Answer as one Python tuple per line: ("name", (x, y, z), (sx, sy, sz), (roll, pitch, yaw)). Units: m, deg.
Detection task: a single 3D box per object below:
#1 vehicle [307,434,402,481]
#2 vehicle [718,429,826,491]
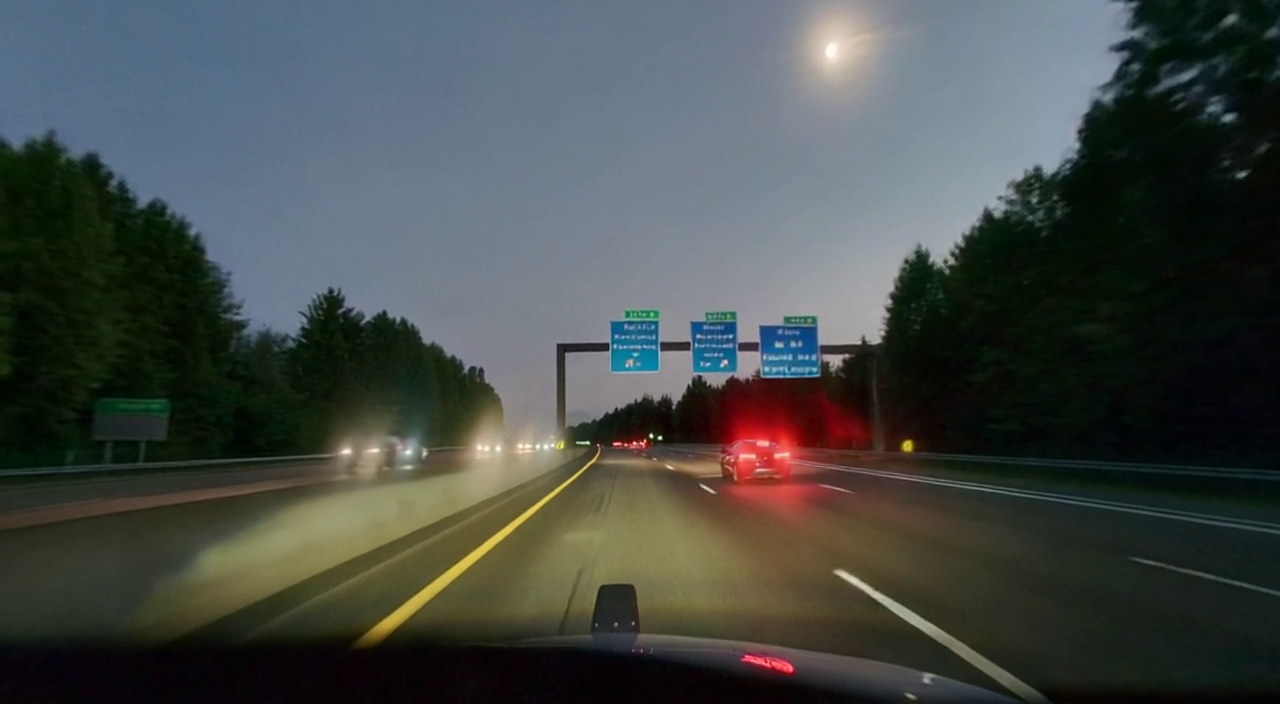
("vehicle", (-13.223, 4.867, 29.575), (2.282, 2.023, 4.788), (0, -8, -2))
("vehicle", (3.544, 2.973, 17.771), (1.958, 1.526, 4.227), (0, -8, -2))
